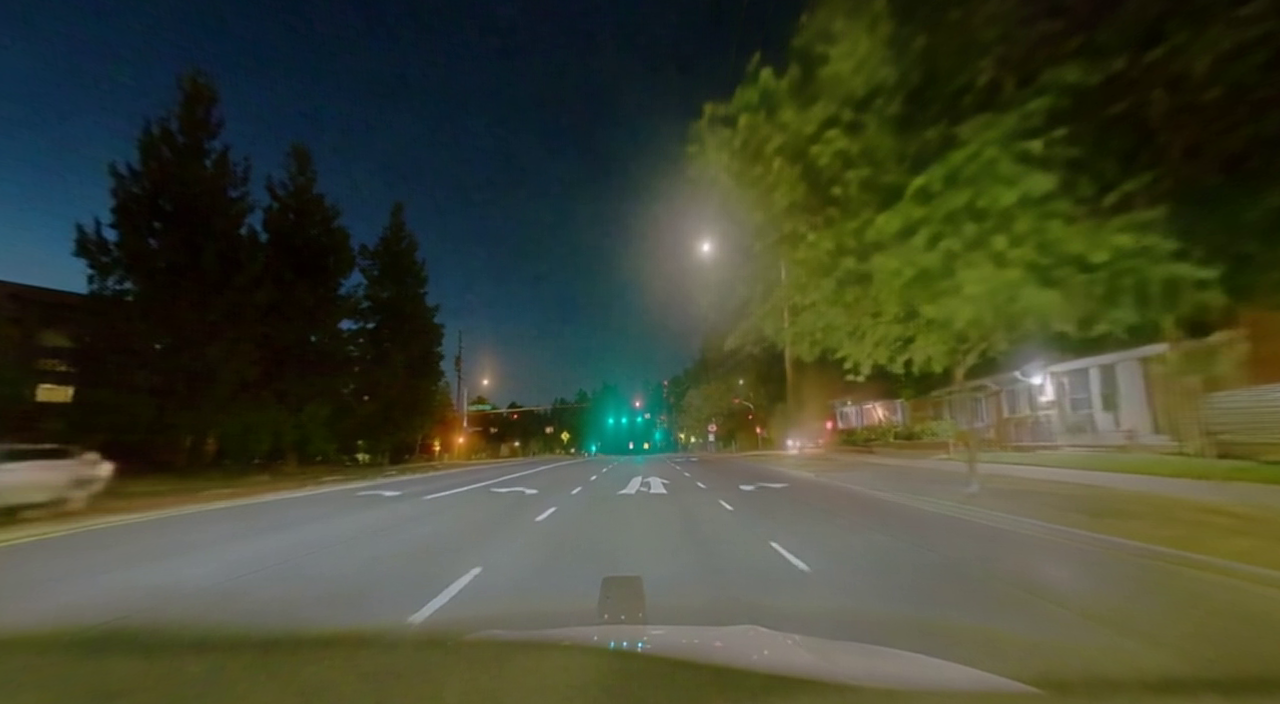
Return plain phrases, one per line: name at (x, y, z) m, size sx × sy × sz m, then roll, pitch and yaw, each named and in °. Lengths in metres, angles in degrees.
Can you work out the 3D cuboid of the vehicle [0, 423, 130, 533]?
vehicle at (-11.915, 2.194, 10.938) m, size 2.045 × 1.847 × 4.674 m, roll -1°, pitch -8°, yaw 0°
